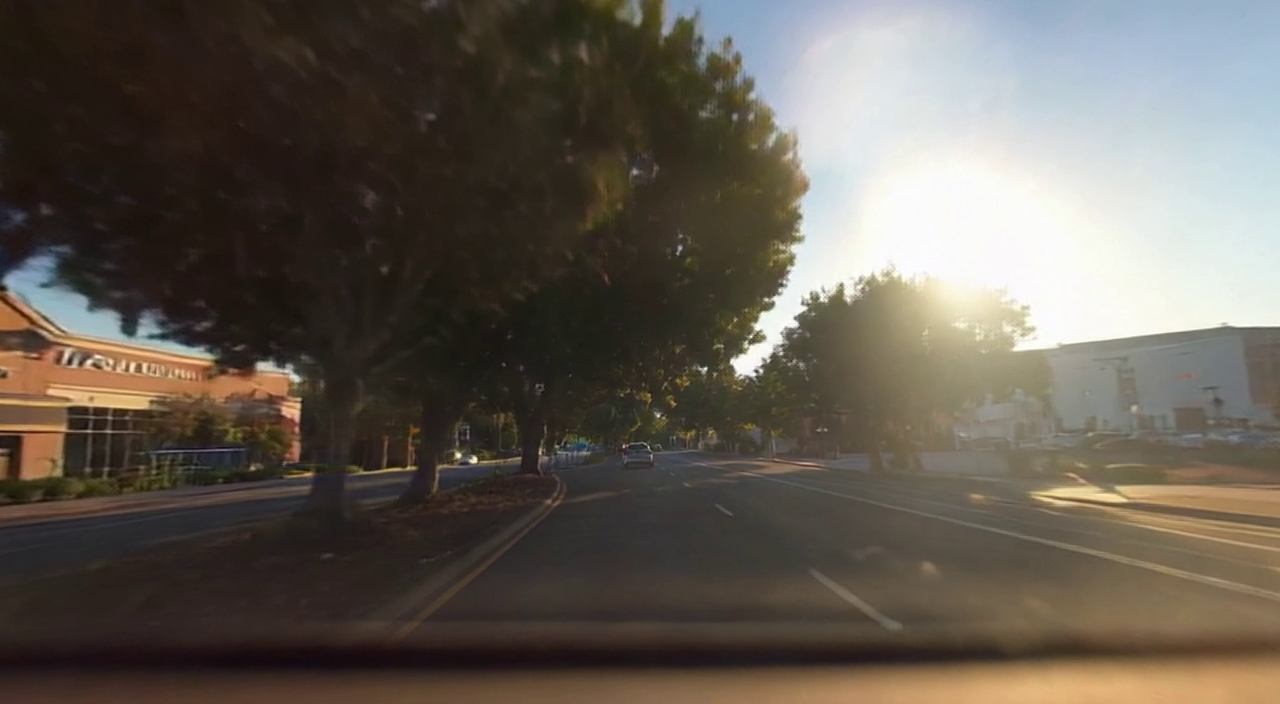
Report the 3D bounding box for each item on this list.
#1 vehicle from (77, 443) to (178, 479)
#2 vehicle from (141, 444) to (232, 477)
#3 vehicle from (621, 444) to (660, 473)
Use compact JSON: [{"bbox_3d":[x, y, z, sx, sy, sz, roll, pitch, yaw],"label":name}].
[{"bbox_3d":[-31.461,6.669,38.899,2.155,2.023,5.077,0,-9,-4],"label":"vehicle"},{"bbox_3d":[-28.181,6.726,39.353,2.191,1.947,5.156,1,-9,-5],"label":"vehicle"},{"bbox_3d":[-0.014,5.707,34.048,1.998,1.452,3.773,0,-9,-2],"label":"vehicle"}]
